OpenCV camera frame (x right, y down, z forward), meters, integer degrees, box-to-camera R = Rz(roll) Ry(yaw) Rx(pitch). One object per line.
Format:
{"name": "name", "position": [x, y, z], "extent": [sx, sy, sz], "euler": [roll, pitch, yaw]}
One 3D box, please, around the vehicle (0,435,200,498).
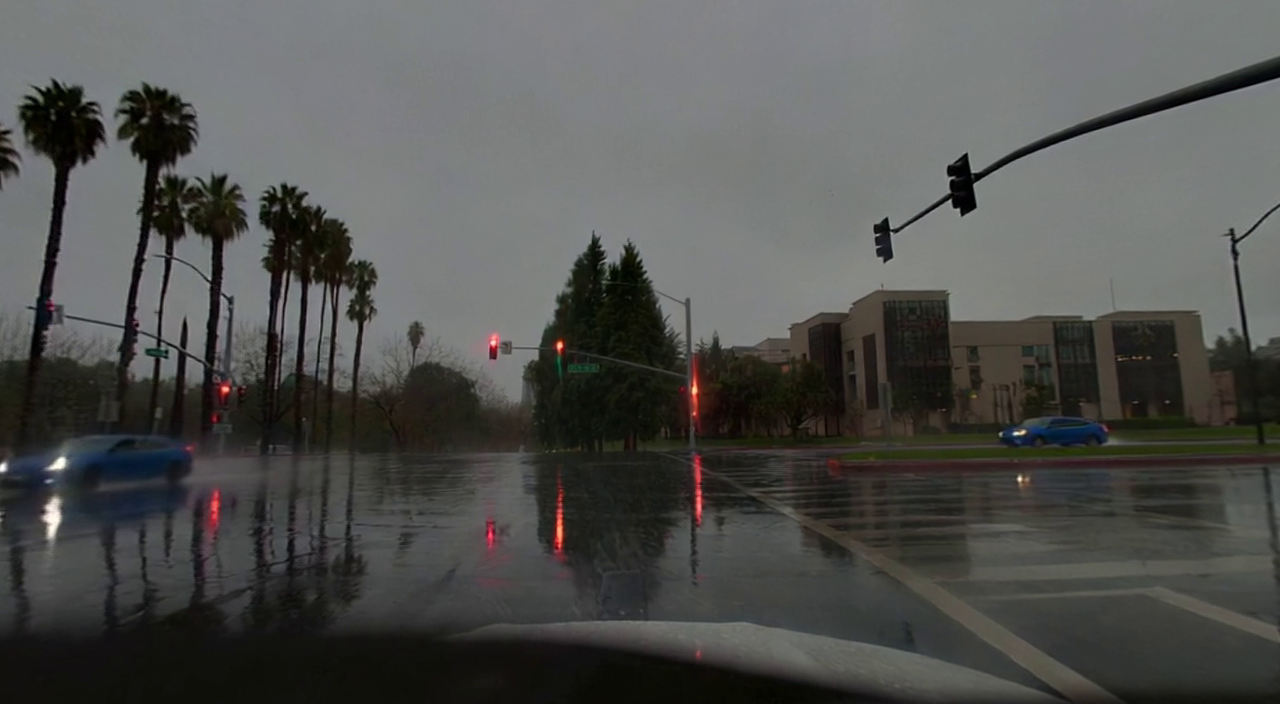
{"name": "vehicle", "position": [-14.406, 3.004, 16.903], "extent": [2.042, 1.472, 4.345], "euler": [0, -8, -1]}

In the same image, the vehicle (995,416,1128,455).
{"name": "vehicle", "position": [19.898, 3.980, 29.783], "extent": [4.820, 1.751, 2.050], "euler": [0, -8, -1]}
